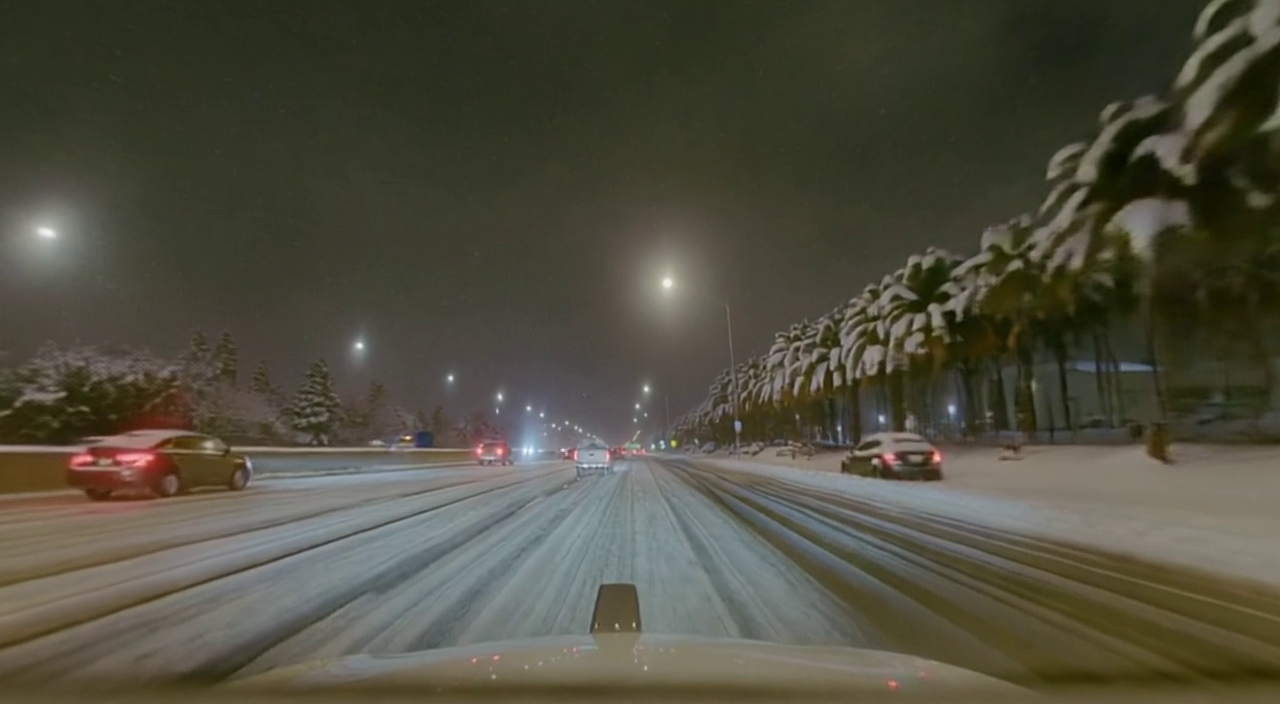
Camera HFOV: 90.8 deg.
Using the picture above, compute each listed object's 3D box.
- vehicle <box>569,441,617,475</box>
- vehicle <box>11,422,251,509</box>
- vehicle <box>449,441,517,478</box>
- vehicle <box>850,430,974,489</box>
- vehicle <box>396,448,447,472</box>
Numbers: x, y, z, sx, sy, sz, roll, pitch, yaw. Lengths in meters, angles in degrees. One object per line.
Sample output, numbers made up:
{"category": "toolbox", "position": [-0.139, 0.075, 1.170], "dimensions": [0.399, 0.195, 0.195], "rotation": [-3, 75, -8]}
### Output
{"category": "vehicle", "position": [-2.418, 5.577, 33.496], "dimensions": [2.201, 1.672, 4.128], "rotation": [0, -9, 0]}
{"category": "vehicle", "position": [-12.612, 2.858, 16.249], "dimensions": [1.986, 1.875, 4.902], "rotation": [0, -9, 1]}
{"category": "vehicle", "position": [-7.716, 5.319, 31.534], "dimensions": [2.204, 1.677, 4.438], "rotation": [0, -9, 1]}
{"category": "vehicle", "position": [10.296, 4.144, 24.634], "dimensions": [2.302, 2.014, 5.925], "rotation": [0, -9, 1]}
{"category": "vehicle", "position": [-15.444, 7.629, 44.897], "dimensions": [1.916, 1.610, 4.445], "rotation": [0, -9, 2]}
